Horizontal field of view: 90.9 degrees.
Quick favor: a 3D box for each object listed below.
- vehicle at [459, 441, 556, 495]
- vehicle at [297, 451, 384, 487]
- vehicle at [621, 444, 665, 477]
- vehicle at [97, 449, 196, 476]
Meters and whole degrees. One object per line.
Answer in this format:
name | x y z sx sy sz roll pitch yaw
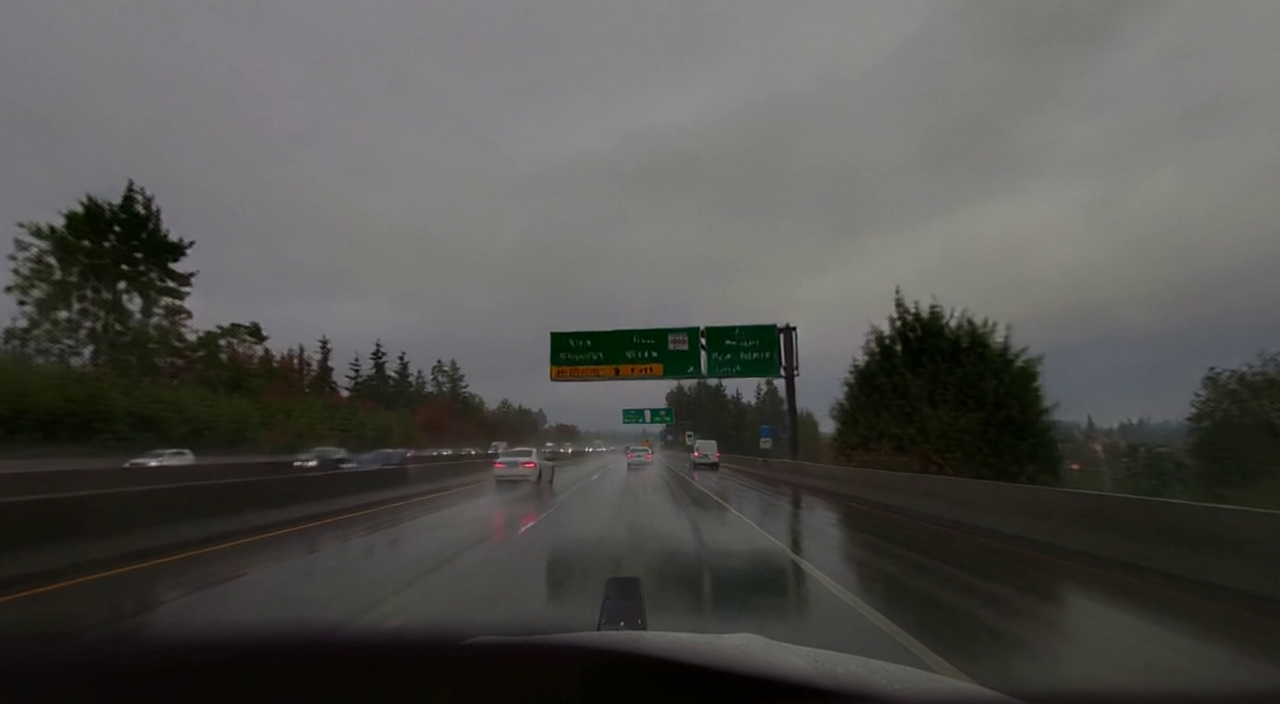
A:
vehicle | -4.117 3.690 20.399 2.081 1.534 4.543 0 -9 1
vehicle | -12.912 5.054 27.467 1.809 1.438 4.005 0 -9 0
vehicle | 0.138 5.210 30.478 1.960 1.456 3.818 0 -9 0
vehicle | -28.901 6.463 37.106 1.958 1.452 4.787 0 -9 0
